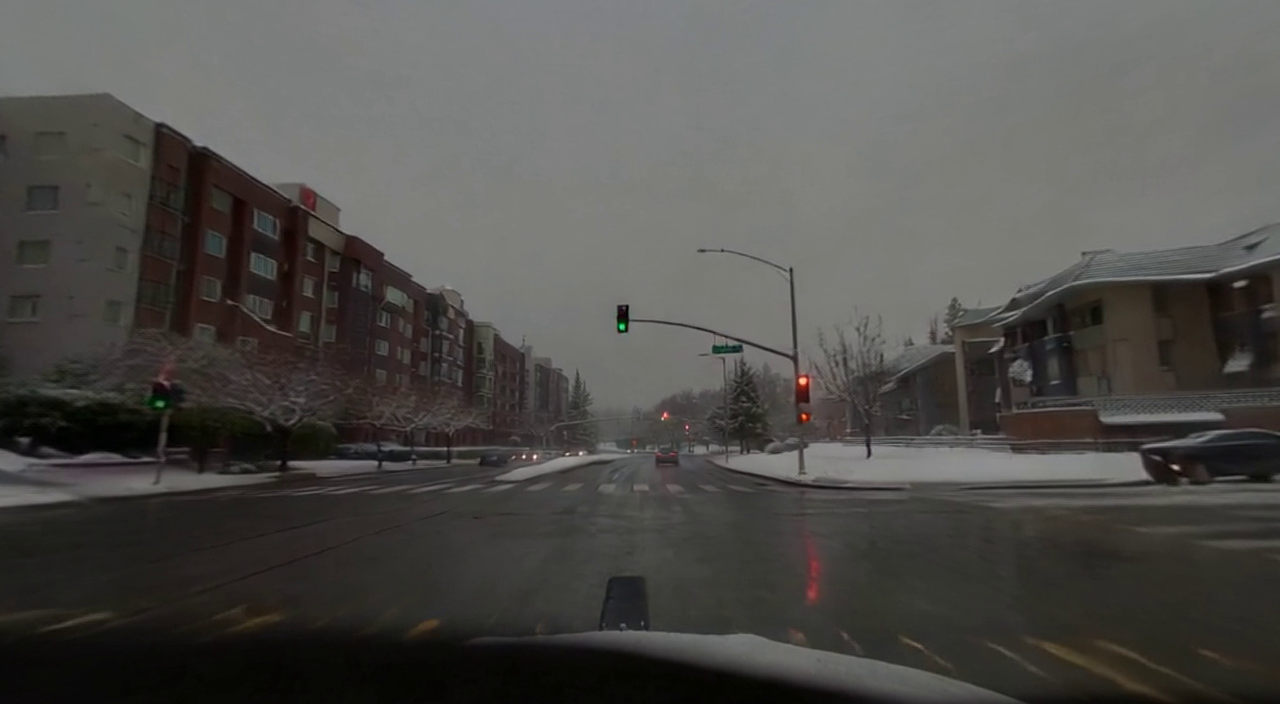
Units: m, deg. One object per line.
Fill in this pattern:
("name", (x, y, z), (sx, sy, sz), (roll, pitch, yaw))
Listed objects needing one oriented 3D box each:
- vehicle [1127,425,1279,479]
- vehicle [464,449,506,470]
("vehicle", (18.403, 3.186, 20.201), (4.009, 1.620, 1.882), (0, -8, -3))
("vehicle", (-12.183, 8.459, 49.873), (1.965, 1.474, 4.376), (-1, -8, 4))
